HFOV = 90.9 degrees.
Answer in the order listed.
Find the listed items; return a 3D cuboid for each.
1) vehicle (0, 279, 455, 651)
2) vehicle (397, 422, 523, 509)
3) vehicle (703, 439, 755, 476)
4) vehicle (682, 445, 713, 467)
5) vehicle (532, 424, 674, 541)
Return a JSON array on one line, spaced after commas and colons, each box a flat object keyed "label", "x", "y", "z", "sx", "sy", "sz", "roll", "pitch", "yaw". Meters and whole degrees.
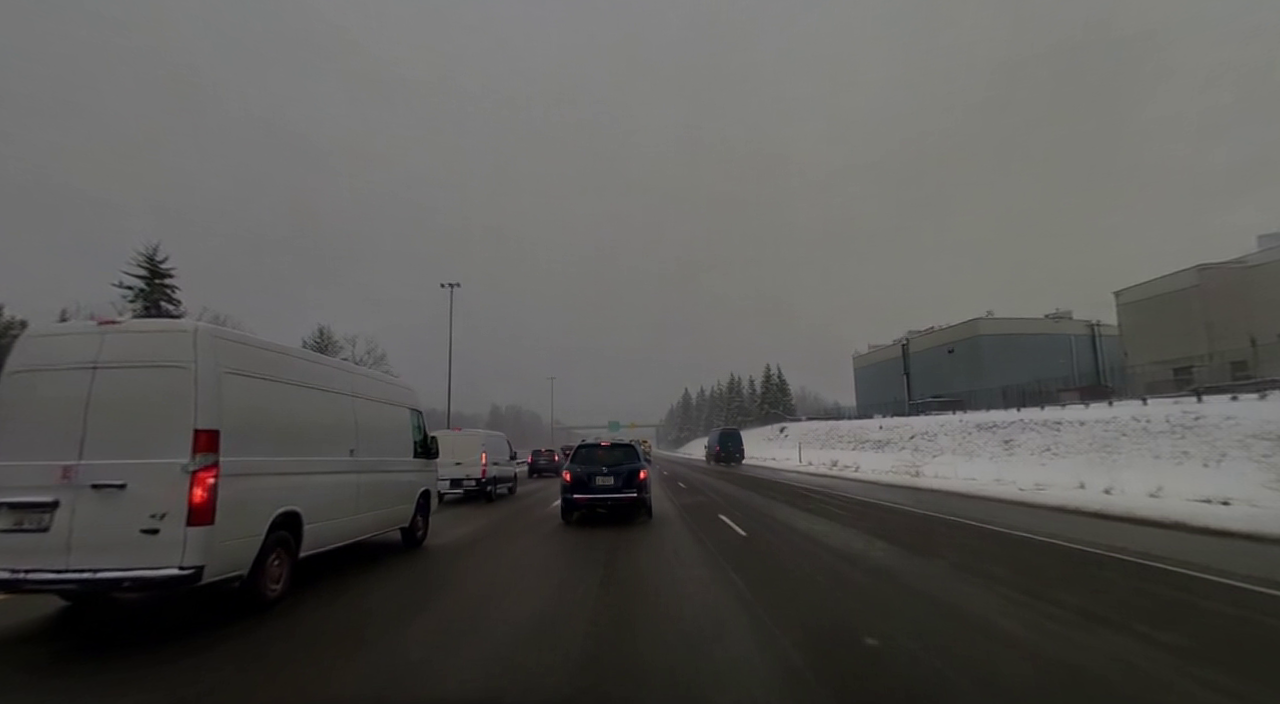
[{"label": "vehicle", "x": -4.493, "y": 1.279, "z": 7.890, "sx": 2.248, "sy": 2.626, "sz": 6.837, "roll": 0, "pitch": -9, "yaw": 0}, {"label": "vehicle", "x": -4.569, "y": 2.966, "z": 16.824, "sx": 2.043, "sy": 1.987, "sz": 4.486, "roll": 0, "pitch": -9, "yaw": 0}, {"label": "vehicle", "x": 4.398, "y": 5.296, "z": 31.778, "sx": 2.003, "sy": 1.754, "sz": 4.134, "roll": 0, "pitch": -9, "yaw": -1}, {"label": "vehicle", "x": 4.226, "y": 7.719, "z": 46.801, "sx": 1.874, "sy": 1.512, "sz": 3.723, "roll": 0, "pitch": -9, "yaw": -1}, {"label": "vehicle", "x": -0.567, "y": 2.215, "z": 11.237, "sx": 2.093, "sy": 1.695, "sz": 3.782, "roll": 0, "pitch": -9, "yaw": -1}]
